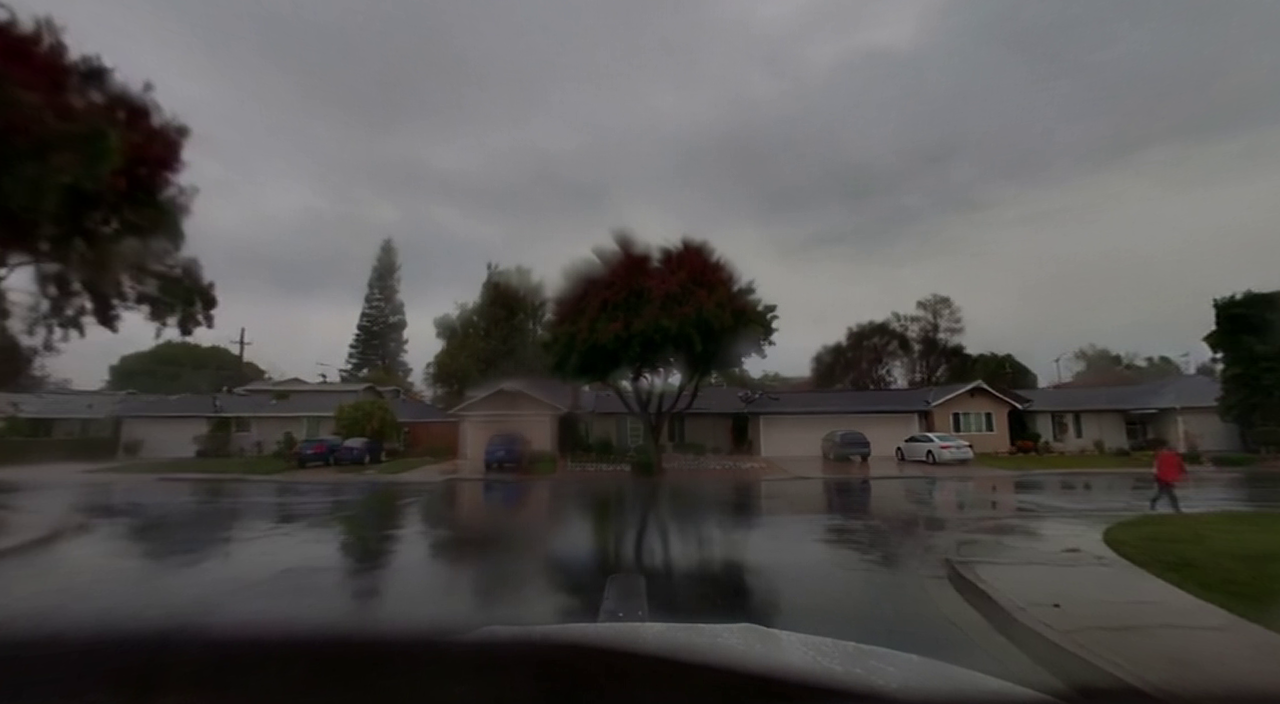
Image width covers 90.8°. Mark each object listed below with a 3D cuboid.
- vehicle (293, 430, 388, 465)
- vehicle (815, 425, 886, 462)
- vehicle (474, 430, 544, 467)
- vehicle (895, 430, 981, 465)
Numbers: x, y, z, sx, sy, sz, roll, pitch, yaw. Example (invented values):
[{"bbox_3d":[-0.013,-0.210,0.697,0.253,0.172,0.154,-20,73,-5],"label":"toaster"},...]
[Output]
[{"bbox_3d":[-15.661,5.043,33.305,1.942,1.700,4.478,-2,-9,16],"label":"vehicle"},{"bbox_3d":[10.472,4.623,31.752,1.937,1.731,4.179,1,-9,-3],"label":"vehicle"},{"bbox_3d":[-6.303,4.724,30.985,1.942,1.651,4.655,-1,-9,6],"label":"vehicle"},{"bbox_3d":[14.418,4.674,30.865,1.873,1.556,4.216,1,-9,-4],"label":"vehicle"}]
